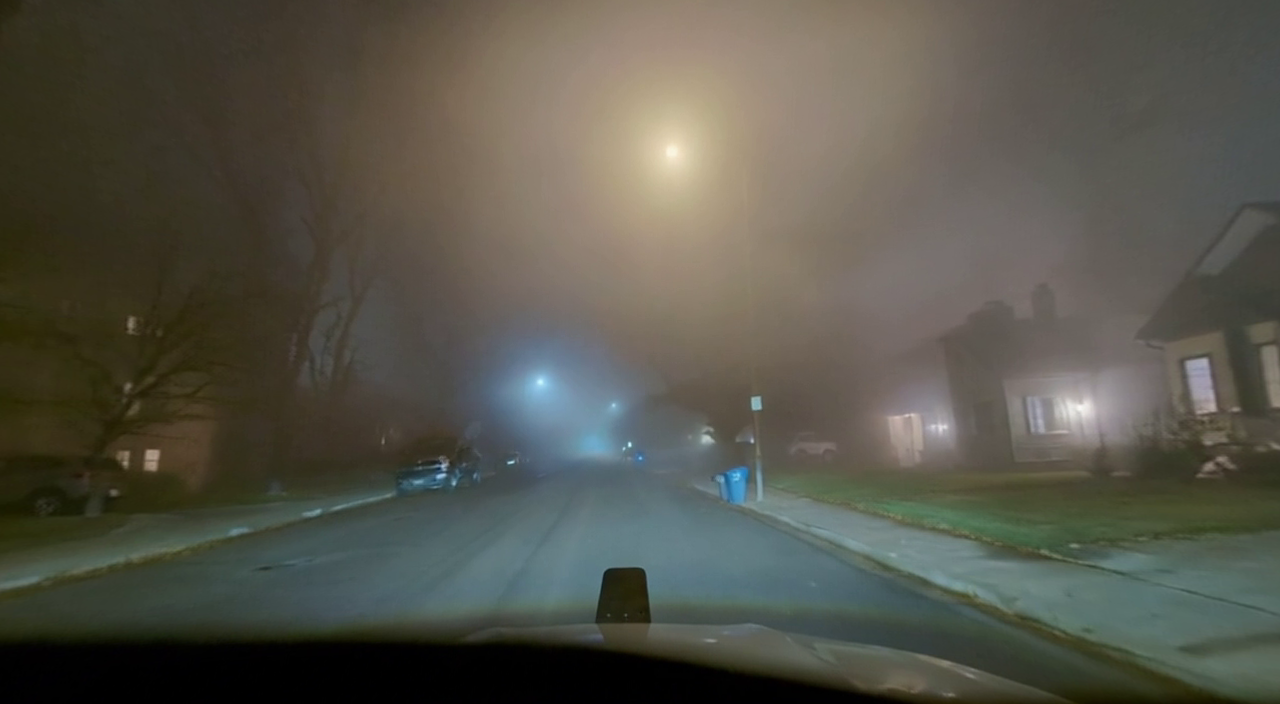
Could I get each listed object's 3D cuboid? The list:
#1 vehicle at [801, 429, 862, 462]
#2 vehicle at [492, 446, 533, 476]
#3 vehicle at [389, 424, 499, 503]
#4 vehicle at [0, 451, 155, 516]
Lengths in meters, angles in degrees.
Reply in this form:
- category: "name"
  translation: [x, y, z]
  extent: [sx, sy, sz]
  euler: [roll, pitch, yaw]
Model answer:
- category: "vehicle"
  translation: [11.308, 5.536, 37.651]
  extent: [1.936, 1.687, 4.714]
  euler: [-4, -7, -2]
- category: "vehicle"
  translation: [-8.192, 6.990, 40.793]
  extent: [1.945, 1.530, 4.430]
  euler: [-4, -7, -5]
- category: "vehicle"
  translation: [-7.044, 3.971, 23.469]
  extent: [2.223, 2.115, 5.707]
  euler: [5, -4, -1]
- category: "vehicle"
  translation: [-15.617, 3.369, 16.182]
  extent: [4.617, 1.491, 1.953]
  euler: [-1, -10, -2]
